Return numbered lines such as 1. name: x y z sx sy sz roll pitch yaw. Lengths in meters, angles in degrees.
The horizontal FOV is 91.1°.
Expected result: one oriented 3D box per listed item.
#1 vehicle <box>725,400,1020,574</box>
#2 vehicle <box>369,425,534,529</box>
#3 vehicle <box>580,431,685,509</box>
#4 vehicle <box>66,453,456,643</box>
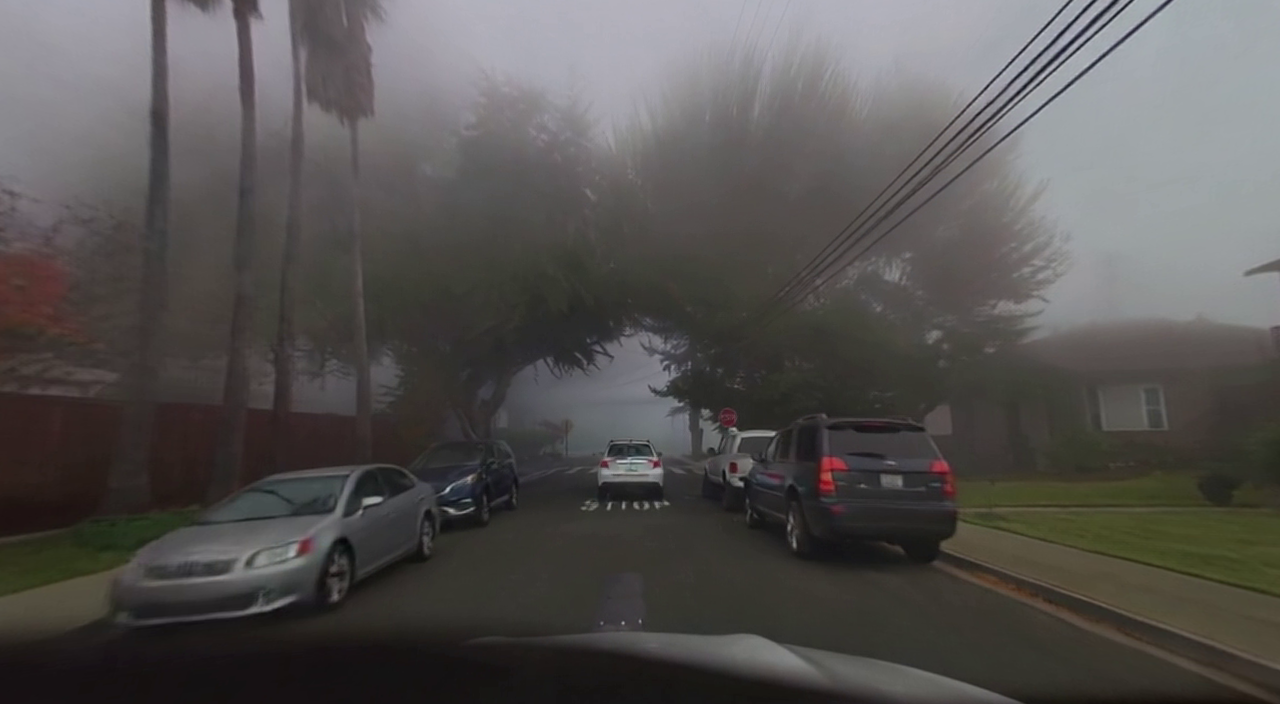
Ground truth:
1. vehicle: 2.543 1.644 8.473 2.136 1.650 4.837 0 -8 0
2. vehicle: -3.387 2.324 12.241 1.965 1.657 4.104 0 -8 -1
3. vehicle: -0.164 2.578 14.188 2.010 1.499 4.107 0 -8 0
4. vehicle: -3.347 1.749 6.562 1.728 1.305 3.805 0 -8 -1
